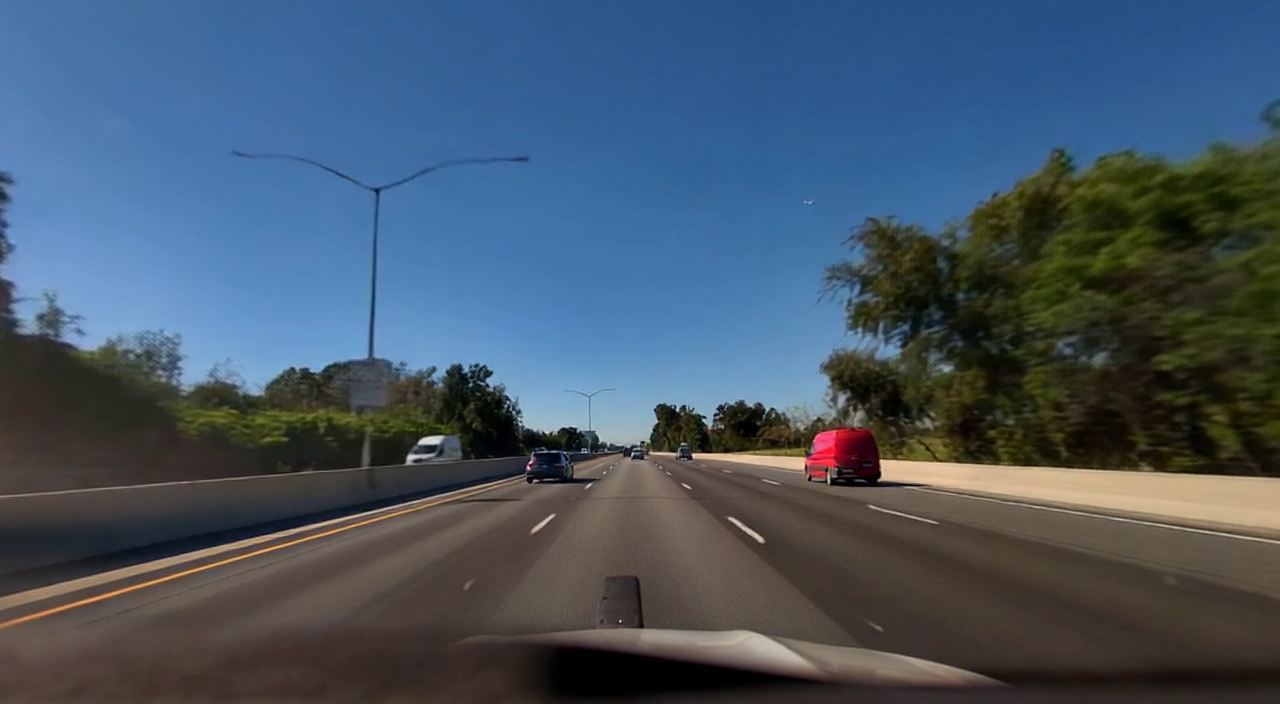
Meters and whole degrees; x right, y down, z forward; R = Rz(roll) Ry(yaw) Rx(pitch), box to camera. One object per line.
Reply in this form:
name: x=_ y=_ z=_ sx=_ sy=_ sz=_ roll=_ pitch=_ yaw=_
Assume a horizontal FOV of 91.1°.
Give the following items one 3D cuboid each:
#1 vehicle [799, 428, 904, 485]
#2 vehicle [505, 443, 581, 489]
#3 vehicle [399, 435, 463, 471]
vehicle: x=7.845 y=3.948 z=23.955 sx=2.133 sy=1.933 sz=4.986 roll=0 pitch=-9 yaw=-1
vehicle: x=-3.560 y=4.265 z=23.885 sx=2.160 sy=1.530 sz=4.500 roll=0 pitch=-9 yaw=0
vehicle: x=-14.900 y=7.264 z=45.282 sx=2.523 sy=2.377 sz=6.182 roll=0 pitch=-9 yaw=0
